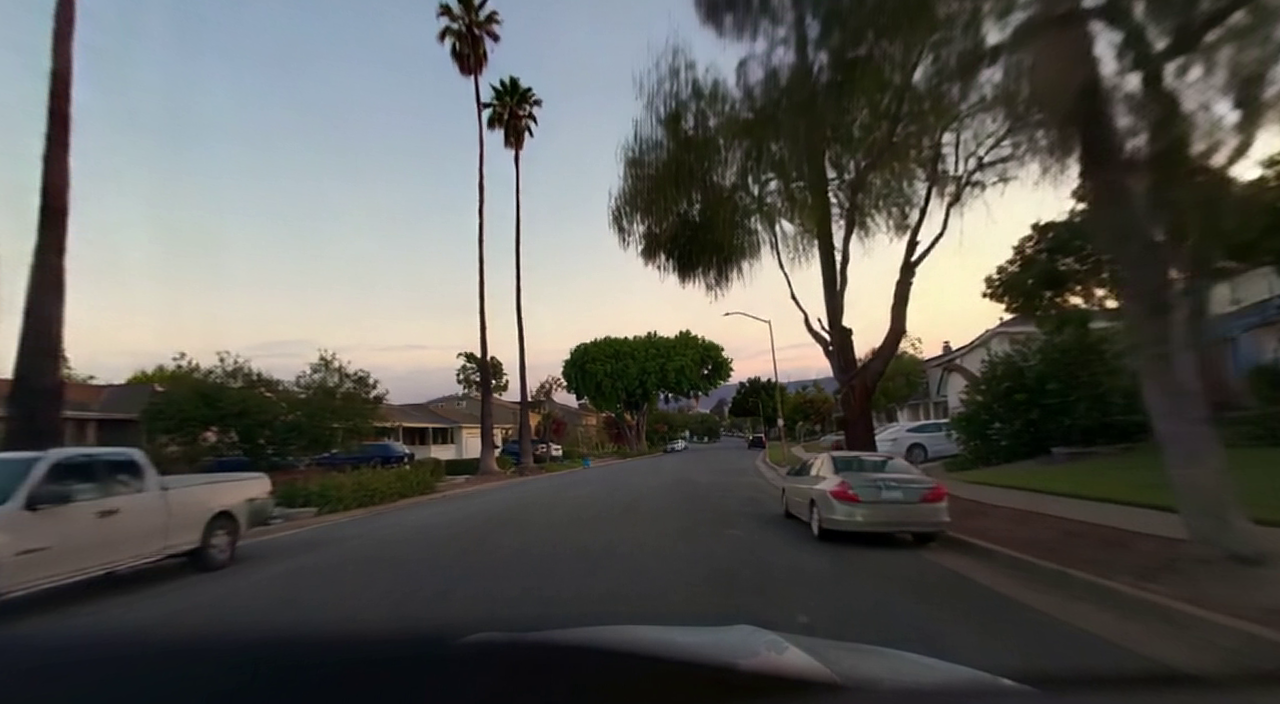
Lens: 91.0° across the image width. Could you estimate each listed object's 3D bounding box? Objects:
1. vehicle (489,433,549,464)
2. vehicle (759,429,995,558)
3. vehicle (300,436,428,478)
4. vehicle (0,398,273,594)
[{"bbox_3d":[-8.973,7.217,46.972,3.918,1.719,1.988,-4,-21,6],"label":"vehicle"},{"bbox_3d":[3.243,2.013,9.719,2.045,1.519,4.231,-1,-8,1],"label":"vehicle"},{"bbox_3d":[-12.351,4.697,28.279,5.015,1.746,1.968,-2,-9,13],"label":"vehicle"},{"bbox_3d":[-7.042,1.971,7.572,2.053,1.713,4.850,-3,-21,3],"label":"vehicle"}]
